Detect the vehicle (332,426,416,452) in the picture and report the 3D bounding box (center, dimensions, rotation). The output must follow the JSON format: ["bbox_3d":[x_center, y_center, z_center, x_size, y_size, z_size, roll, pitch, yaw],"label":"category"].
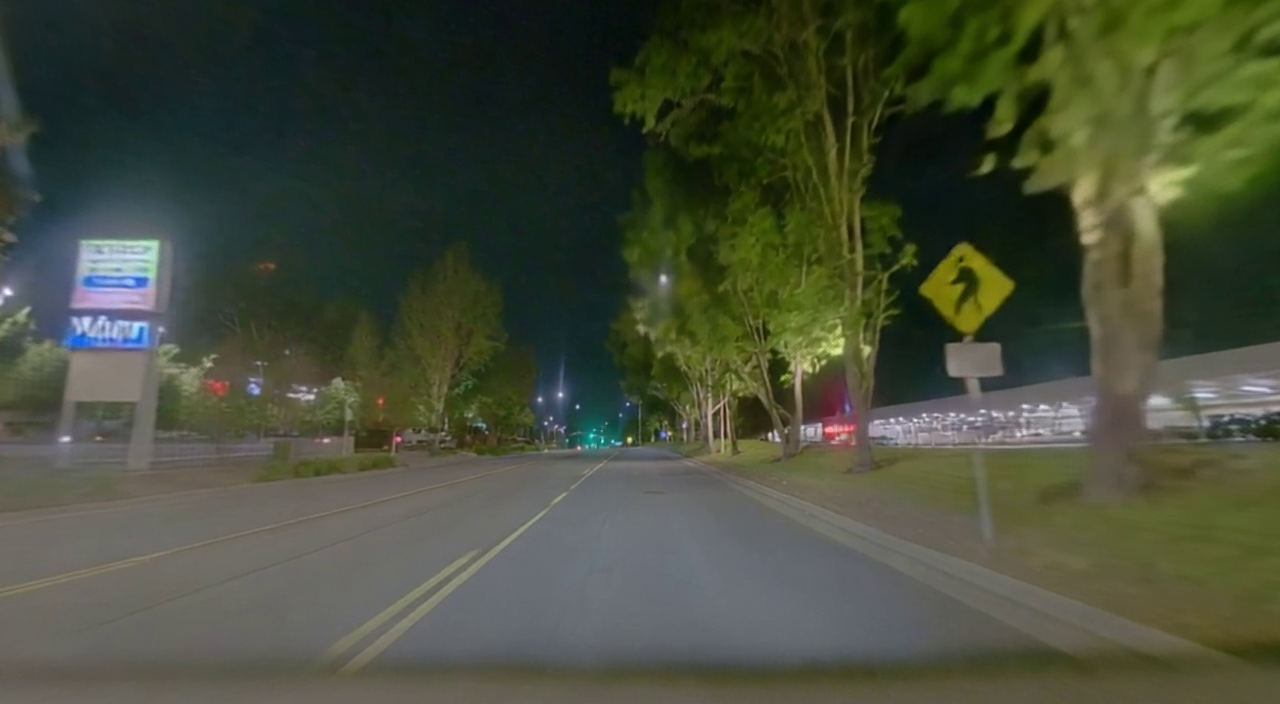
[{"bbox_3d":[-19.425,6.388,46.333,5.109,1.891,2.206,0,-8,-1],"label":"vehicle"}]

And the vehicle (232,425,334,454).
[{"bbox_3d":[-18.549,4.577,32.966,4.238,1.459,1.753,0,-9,2],"label":"vehicle"}]
